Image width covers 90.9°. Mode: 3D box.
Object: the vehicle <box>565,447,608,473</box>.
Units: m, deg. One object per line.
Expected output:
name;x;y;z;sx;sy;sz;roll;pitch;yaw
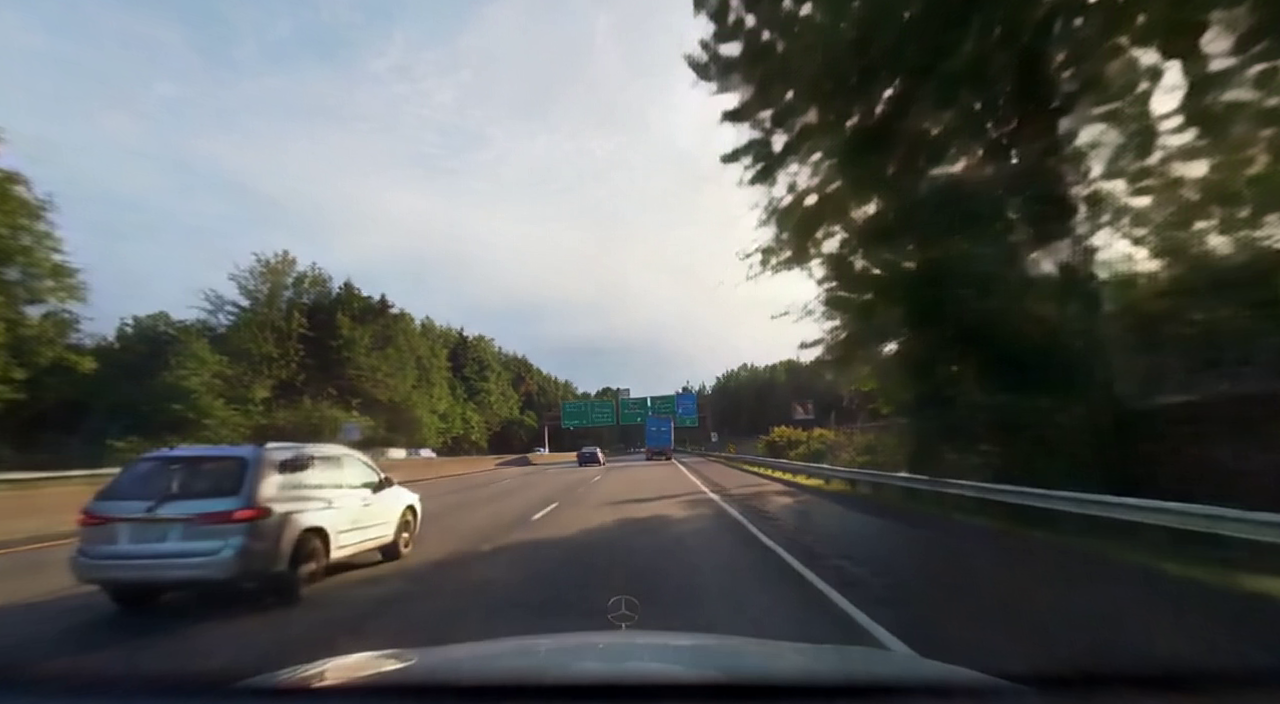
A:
vehicle;-3.133;6.390;37.409;2.045;1.430;3.951;-1;-9;2

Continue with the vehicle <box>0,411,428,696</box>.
vehicle;-3.836;1.466;5.816;2.039;1.532;4.610;0;-9;2
